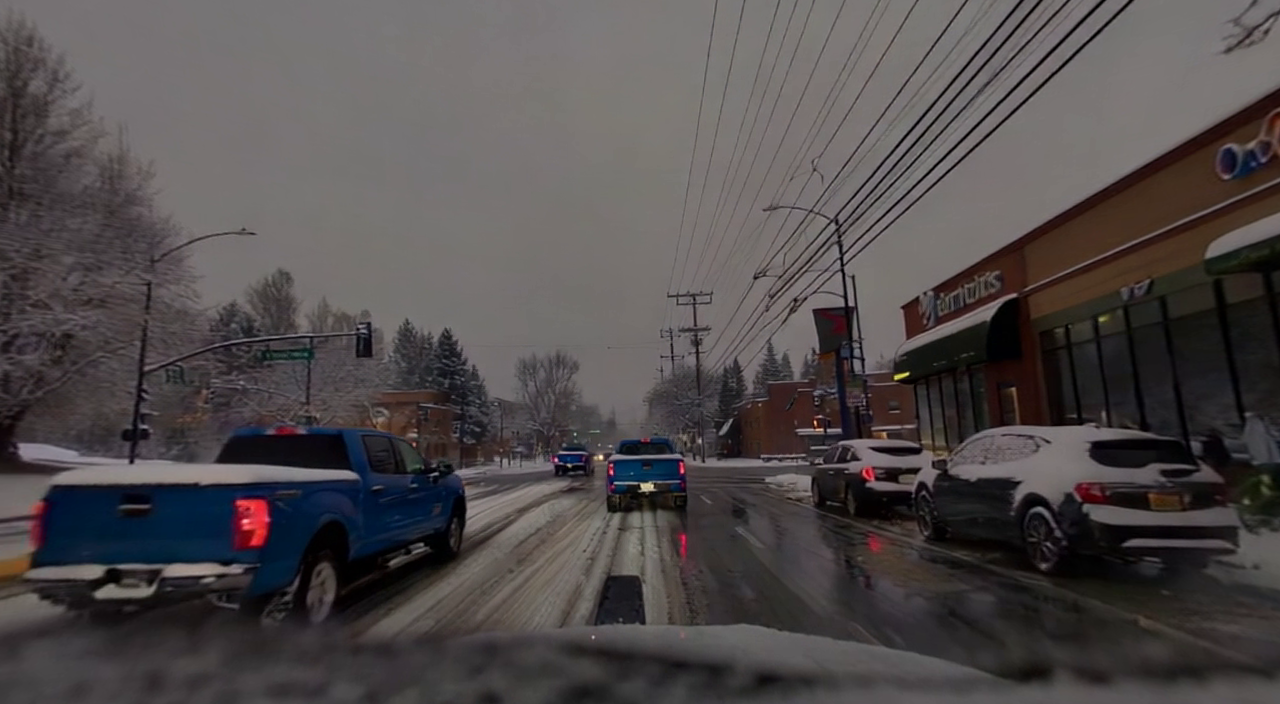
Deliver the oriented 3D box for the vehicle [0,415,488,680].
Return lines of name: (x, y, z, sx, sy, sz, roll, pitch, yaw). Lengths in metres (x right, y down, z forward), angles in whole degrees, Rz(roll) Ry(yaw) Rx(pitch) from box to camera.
vehicle: (-3.139, 1.518, 6.149, 1.995, 1.554, 4.618, 0, -9, 2)

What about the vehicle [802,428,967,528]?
vehicle: (5.120, 2.674, 13.986, 1.974, 1.823, 4.576, 0, -9, 2)

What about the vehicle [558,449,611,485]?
vehicle: (-2.931, 6.225, 34.453, 2.140, 1.768, 5.092, 0, -9, 3)

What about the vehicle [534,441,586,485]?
vehicle: (-5.759, 8.087, 46.456, 2.619, 2.948, 7.193, 0, -9, 2)

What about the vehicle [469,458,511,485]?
vehicle: (-11.739, 9.393, 49.721, 2.081, 1.925, 5.632, 0, -9, -1)

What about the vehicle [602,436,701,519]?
vehicle: (0.445, 3.001, 15.659, 2.089, 1.699, 4.650, 0, -9, 5)

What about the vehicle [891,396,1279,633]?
vehicle: (4.912, 1.608, 7.296, 2.007, 1.786, 4.870, 0, -9, 0)
